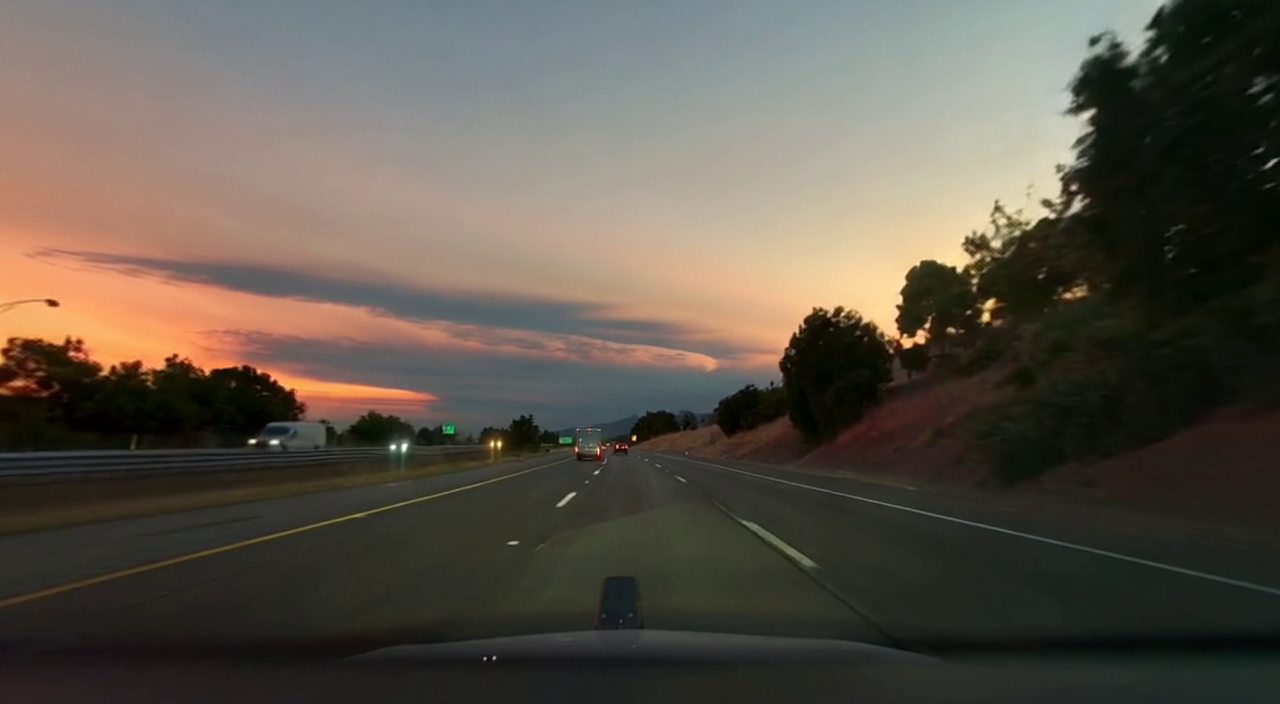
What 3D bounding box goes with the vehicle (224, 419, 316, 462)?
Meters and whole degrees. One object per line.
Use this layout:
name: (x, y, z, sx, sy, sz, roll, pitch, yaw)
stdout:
vehicle: (-25.367, 6.154, 43.608, 2.363, 2.699, 6.591, 0, -9, -1)
